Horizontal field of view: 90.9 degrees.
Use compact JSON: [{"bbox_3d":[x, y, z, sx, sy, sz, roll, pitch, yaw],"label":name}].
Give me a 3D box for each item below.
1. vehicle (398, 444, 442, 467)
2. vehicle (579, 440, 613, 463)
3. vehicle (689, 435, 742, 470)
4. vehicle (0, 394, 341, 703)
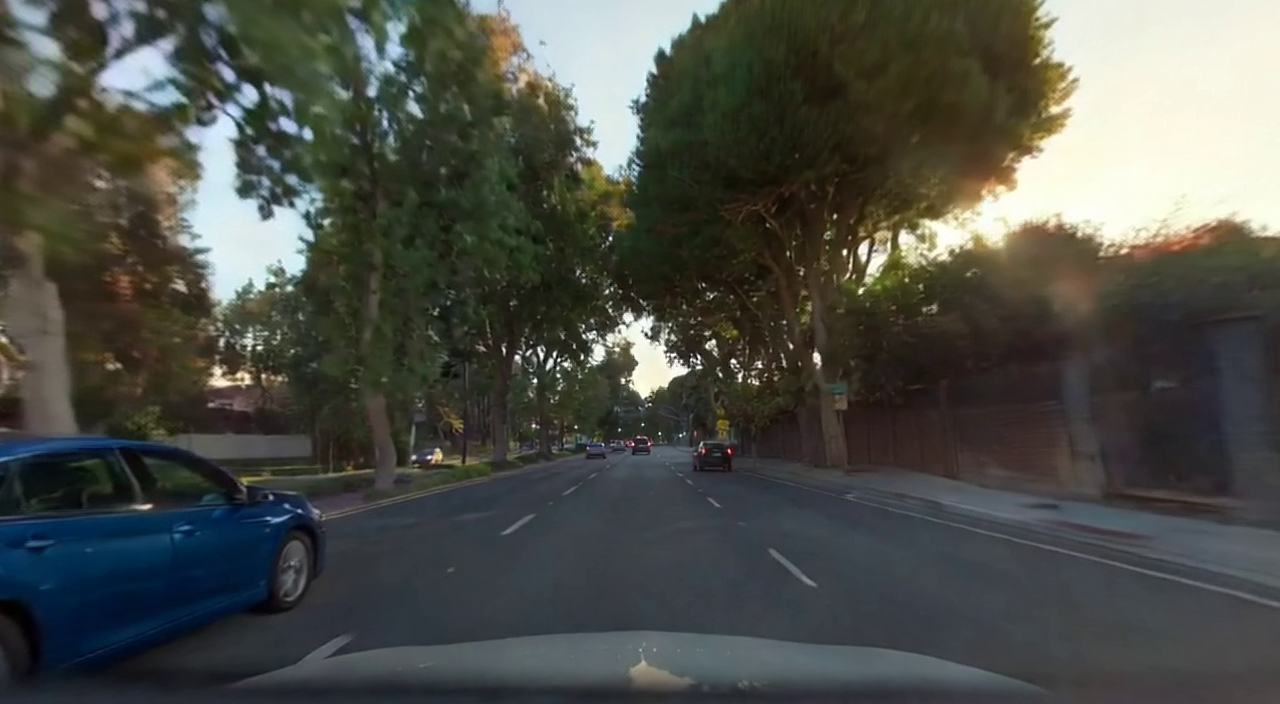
[{"bbox_3d":[-17.142,8.050,49.266,1.872,1.703,4.388,0,-8,0],"label":"vehicle"},{"bbox_3d":[-2.963,6.804,43.311,1.940,1.473,4.133,0,-8,1],"label":"vehicle"},{"bbox_3d":[3.805,5.163,32.506,2.182,1.688,4.187,0,-8,-1],"label":"vehicle"},{"bbox_3d":[-3.604,0.963,2.739,2.091,1.503,4.989,0,-8,1],"label":"vehicle"}]
